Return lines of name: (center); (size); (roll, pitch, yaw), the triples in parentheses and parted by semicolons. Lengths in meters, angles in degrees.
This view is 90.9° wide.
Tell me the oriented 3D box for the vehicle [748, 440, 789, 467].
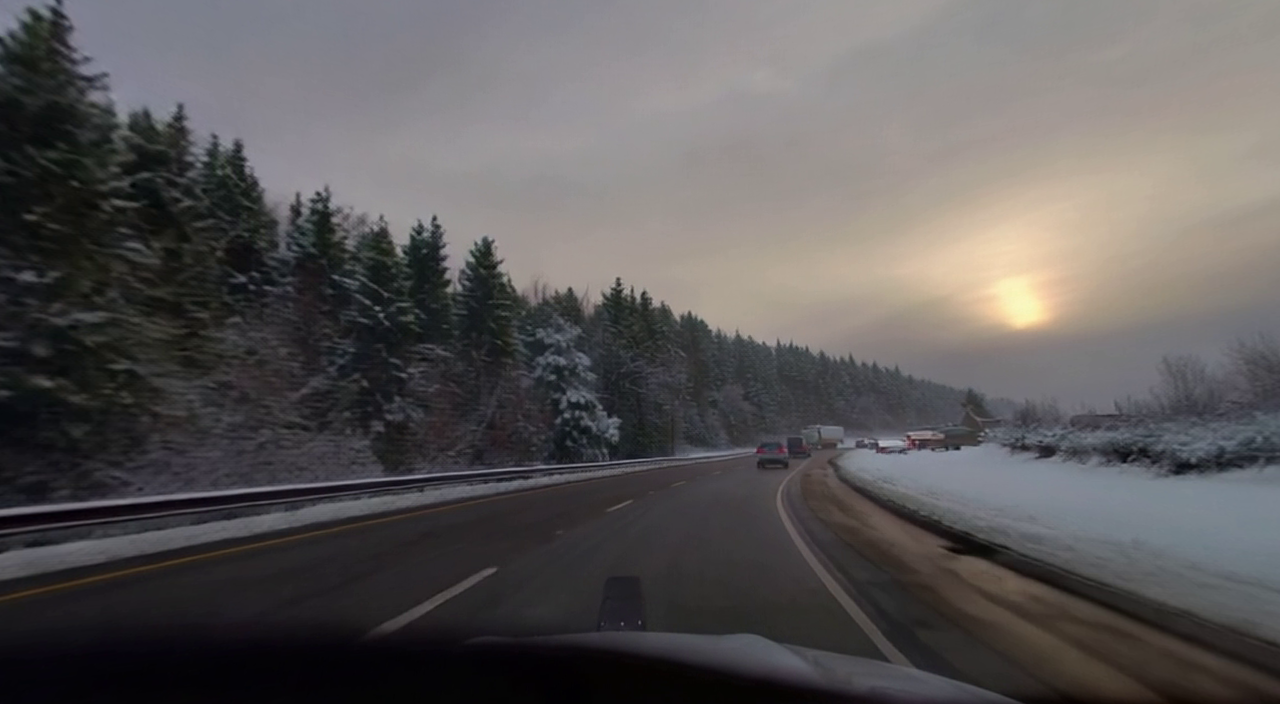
vehicle: (8.587, 6.713, 41.825); (2.221, 1.674, 4.325); (-3, -9, 16)
